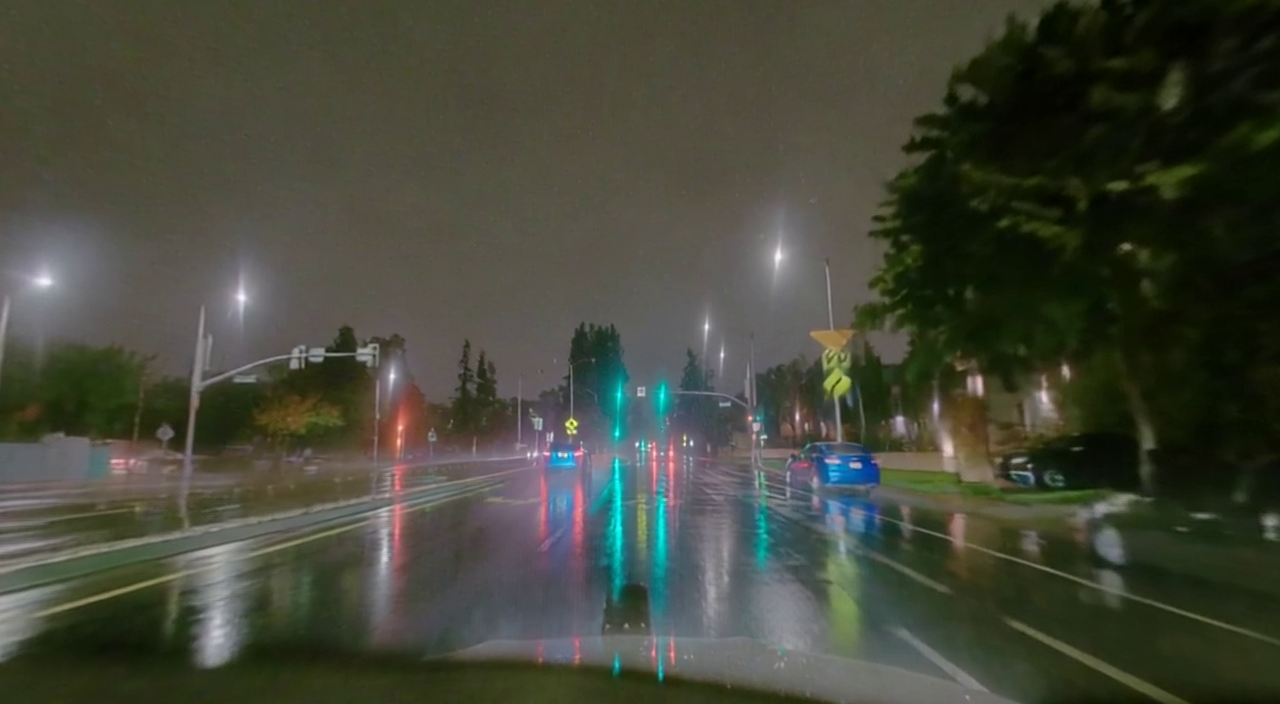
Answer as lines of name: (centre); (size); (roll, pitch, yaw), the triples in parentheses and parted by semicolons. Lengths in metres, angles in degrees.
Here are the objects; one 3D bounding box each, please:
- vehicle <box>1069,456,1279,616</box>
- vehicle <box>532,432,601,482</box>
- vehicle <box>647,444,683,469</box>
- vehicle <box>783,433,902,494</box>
vehicle: (6.126, 1.608, 5.701); (1.784, 1.253, 3.905); (0, -8, 1)
vehicle: (-2.863, 4.228, 25.600); (2.150, 1.812, 4.423); (0, -8, 1)
vehicle: (1.496, 6.514, 39.537); (2.075, 1.480, 3.920); (0, -8, 0)
vehicle: (6.273, 3.519, 20.254); (2.038, 1.687, 4.985); (0, -8, -2)
